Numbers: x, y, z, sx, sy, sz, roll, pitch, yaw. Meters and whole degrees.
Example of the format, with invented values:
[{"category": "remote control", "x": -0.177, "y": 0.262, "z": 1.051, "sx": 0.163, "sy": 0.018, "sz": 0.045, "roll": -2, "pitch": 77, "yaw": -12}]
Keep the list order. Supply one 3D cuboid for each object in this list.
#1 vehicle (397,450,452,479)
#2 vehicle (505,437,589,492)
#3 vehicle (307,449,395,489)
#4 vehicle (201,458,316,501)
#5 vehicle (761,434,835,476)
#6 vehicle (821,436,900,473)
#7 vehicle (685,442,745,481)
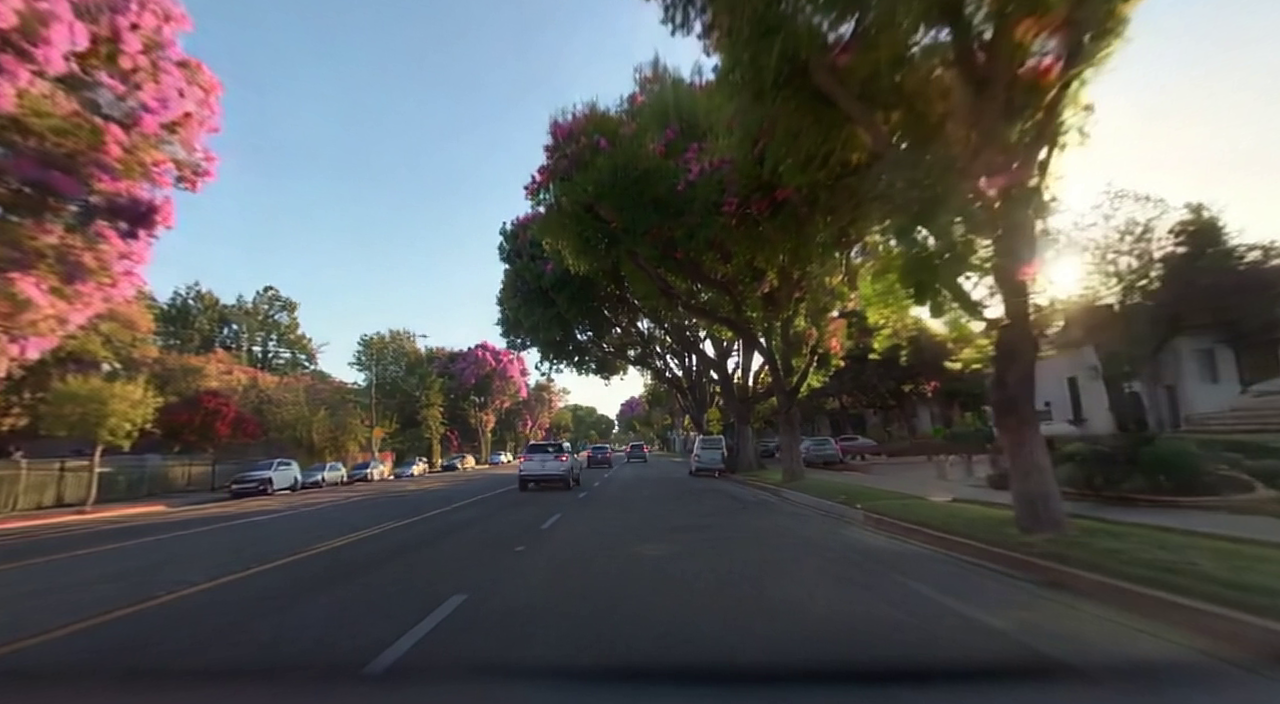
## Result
[{"category": "vehicle", "x": -16.621, "y": 8.673, "z": 48.970, "sx": 2.105, "sy": 1.854, "sz": 5.973, "roll": -4, "pitch": -8, "yaw": 0}, {"category": "vehicle", "x": -3.202, "y": 4.024, "z": 23.010, "sx": 2.257, "sy": 1.751, "sz": 5.028, "roll": 0, "pitch": -9, "yaw": 1}, {"category": "vehicle", "x": -14.207, "y": 5.753, "z": 31.459, "sx": 2.123, "sy": 1.770, "sz": 4.848, "roll": 0, "pitch": -9, "yaw": -1}, {"category": "vehicle", "x": -16.366, "y": 5.449, "z": 27.494, "sx": 1.870, "sy": 1.599, "sz": 5.022, "roll": 0, "pitch": -9, "yaw": 0}, {"category": "vehicle", "x": 7.326, "y": 4.804, "z": 29.805, "sx": 2.112, "sy": 1.776, "sz": 4.555, "roll": 2, "pitch": -8, "yaw": -3}, {"category": "vehicle", "x": 10.139, "y": 4.728, "z": 29.404, "sx": 1.777, "sy": 1.514, "sz": 4.140, "roll": -2, "pitch": -8, "yaw": -7}, {"category": "vehicle", "x": 3.462, "y": 5.144, "z": 29.956, "sx": 2.150, "sy": 1.655, "sz": 4.739, "roll": 0, "pitch": -9, "yaw": -1}]
